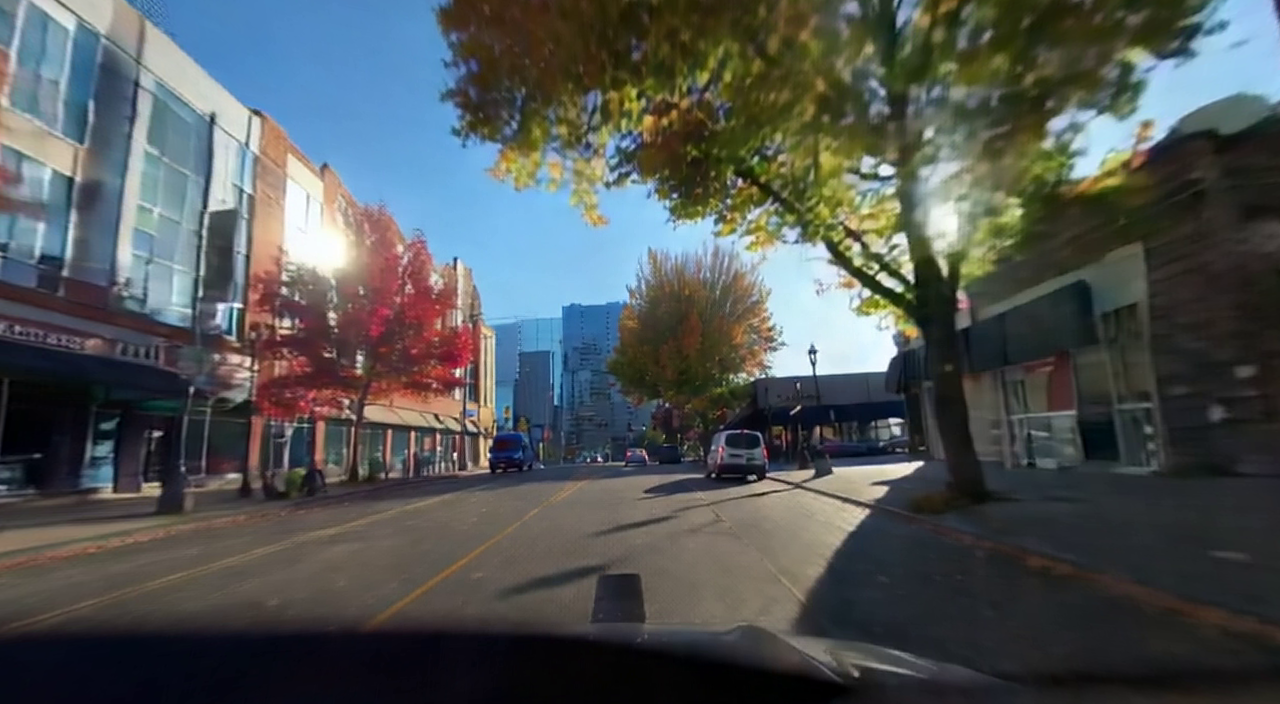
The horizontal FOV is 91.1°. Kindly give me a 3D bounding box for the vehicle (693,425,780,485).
[{"bbox_3d":[3.470,3.811,23.772,2.357,1.986,5.136,0,-8,-2],"label":"vehicle"}]

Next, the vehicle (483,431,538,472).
[{"bbox_3d":[-8.812,6.789,43.377,2.348,2.588,5.860,0,-8,1],"label":"vehicle"}]
